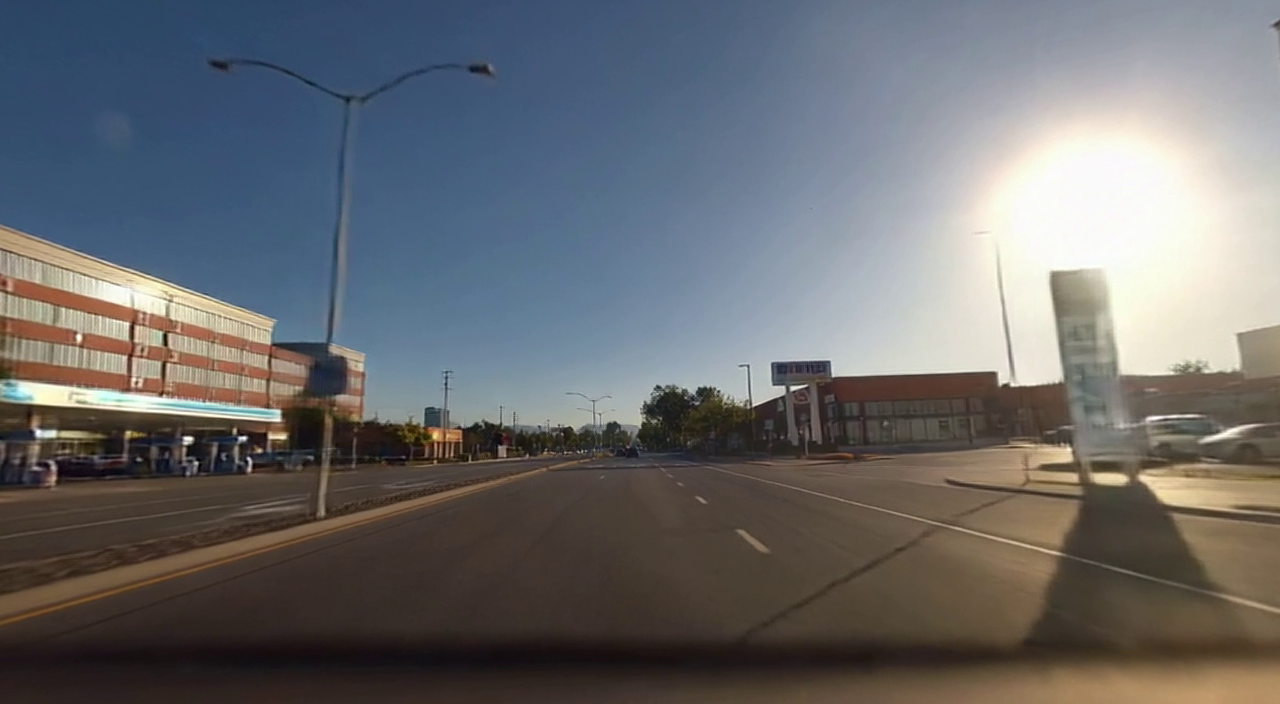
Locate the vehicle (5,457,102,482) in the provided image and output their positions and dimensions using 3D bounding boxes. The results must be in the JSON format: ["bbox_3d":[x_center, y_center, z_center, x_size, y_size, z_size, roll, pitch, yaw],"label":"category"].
[{"bbox_3d":[-35.350,7.055,38.122,4.209,1.441,1.793,-1,-9,5],"label":"vehicle"}]

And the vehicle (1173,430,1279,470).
[{"bbox_3d":[23.076,3.710,24.002,1.747,1.371,4.368,-2,-10,-1],"label":"vehicle"}]
